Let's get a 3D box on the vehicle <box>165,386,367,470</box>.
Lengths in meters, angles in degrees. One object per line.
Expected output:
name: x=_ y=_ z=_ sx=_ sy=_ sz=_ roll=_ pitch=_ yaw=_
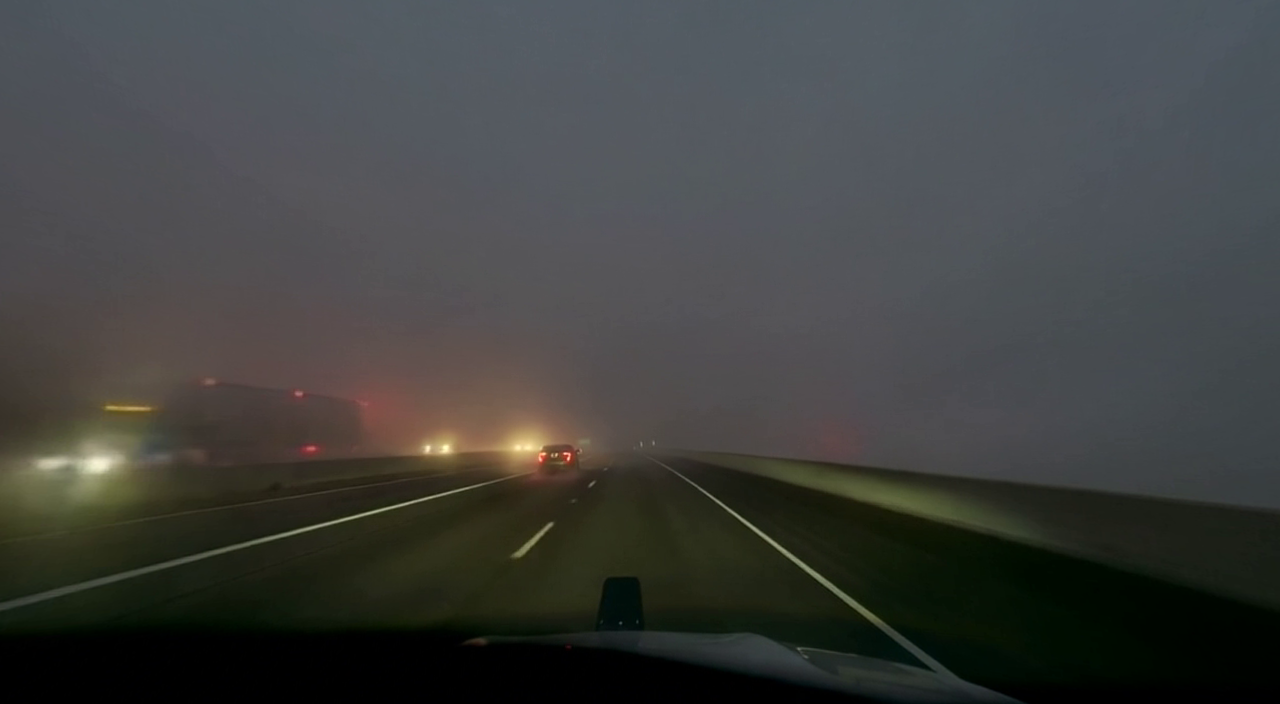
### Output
vehicle: x=-21.725 y=4.881 z=38.718 sx=2.929 sy=4.118 sz=15.561 roll=0 pitch=-9 yaw=0

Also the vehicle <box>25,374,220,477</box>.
vehicle: x=-21.599 y=3.211 z=26.878 sx=2.964 sy=3.891 sz=5.988 roll=0 pitch=-8 yaw=0

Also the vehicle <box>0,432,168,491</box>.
vehicle: x=-17.138 y=3.265 z=19.097 sx=2.064 sy=1.556 sz=4.548 roll=0 pitch=-8 yaw=0

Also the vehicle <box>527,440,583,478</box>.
vehicle: x=-4.043 y=5.159 z=30.642 sx=2.133 sy=1.683 sz=4.340 roll=0 pitch=-8 yaw=0
